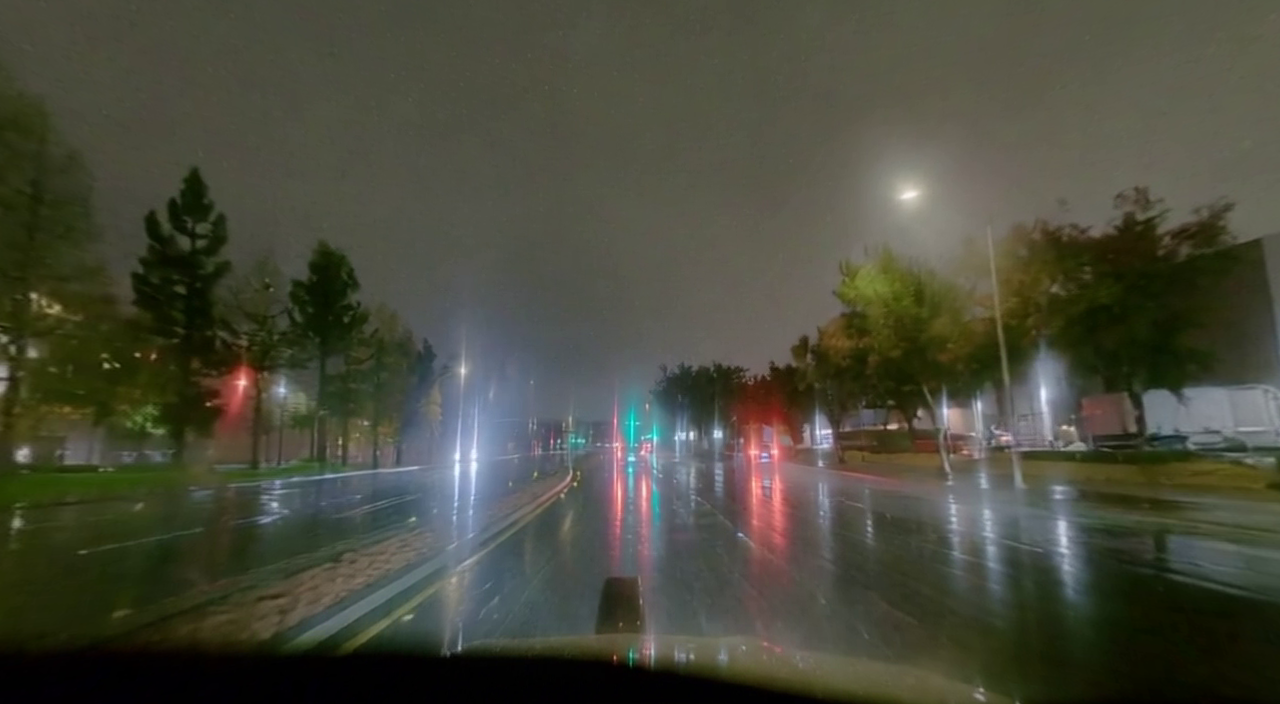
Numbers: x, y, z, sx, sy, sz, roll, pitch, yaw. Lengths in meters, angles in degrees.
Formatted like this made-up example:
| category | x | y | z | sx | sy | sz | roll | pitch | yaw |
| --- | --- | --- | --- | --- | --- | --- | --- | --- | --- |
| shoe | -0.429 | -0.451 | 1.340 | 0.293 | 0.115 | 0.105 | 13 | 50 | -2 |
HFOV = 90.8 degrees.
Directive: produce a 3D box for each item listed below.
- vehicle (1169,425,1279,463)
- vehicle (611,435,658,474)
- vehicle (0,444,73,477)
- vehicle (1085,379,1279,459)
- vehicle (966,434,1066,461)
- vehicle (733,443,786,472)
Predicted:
| category | x | y | z | sx | sy | sz | roll | pitch | yaw |
| --- | --- | --- | --- | --- | --- | --- | --- | --- | --- |
| vehicle | 23.285 | 3.592 | 24.604 | 3.651 | 1.409 | 1.857 | 0 | -8 | 0 |
| vehicle | -0.306 | 5.164 | 31.967 | 2.227 | 1.794 | 4.457 | 0 | -8 | -1 |
| vehicle | -43.315 | 7.499 | 43.373 | 6.003 | 2.112 | 2.404 | 0 | -10 | -9 |
| vehicle | 23.984 | 2.942 | 27.311 | 7.258 | 3.283 | 2.680 | 0 | -8 | 0 |
| vehicle | 20.849 | 5.289 | 35.119 | 4.249 | 1.420 | 2.039 | 0 | -8 | -2 |
| vehicle | 6.797 | 6.037 | 36.370 | 2.029 | 1.548 | 4.422 | 0 | -8 | -2 |
